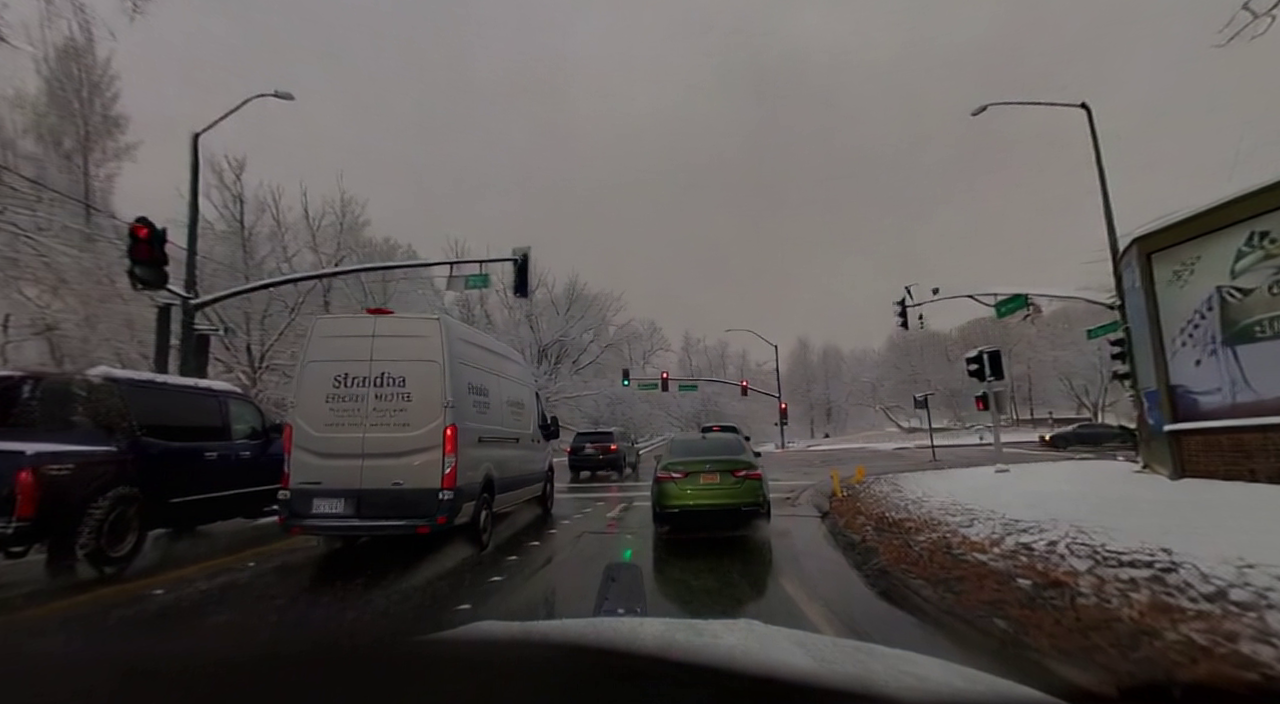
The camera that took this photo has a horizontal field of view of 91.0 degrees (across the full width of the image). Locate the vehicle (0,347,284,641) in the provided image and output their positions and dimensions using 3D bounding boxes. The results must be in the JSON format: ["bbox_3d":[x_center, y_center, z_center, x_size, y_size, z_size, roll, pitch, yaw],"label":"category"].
[{"bbox_3d":[-6.346,1.352,6.491,2.352,2.333,5.197,0,-8,-2],"label":"vehicle"}]

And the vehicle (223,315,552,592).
[{"bbox_3d":[-3.162,1.497,9.842,2.555,3.035,5.702,0,-8,2],"label":"vehicle"}]

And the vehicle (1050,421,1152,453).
[{"bbox_3d":[30.352,5.612,41.548,5.084,2.041,2.360,1,-8,-9],"label":"vehicle"}]

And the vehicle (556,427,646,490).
[{"bbox_3d":[-1.182,3.578,21.488,2.130,1.876,4.445,-1,-9,9],"label":"vehicle"}]

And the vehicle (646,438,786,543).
[{"bbox_3d":[1.545,2.710,13.075,2.398,1.773,4.254,-1,-8,7],"label":"vehicle"}]
